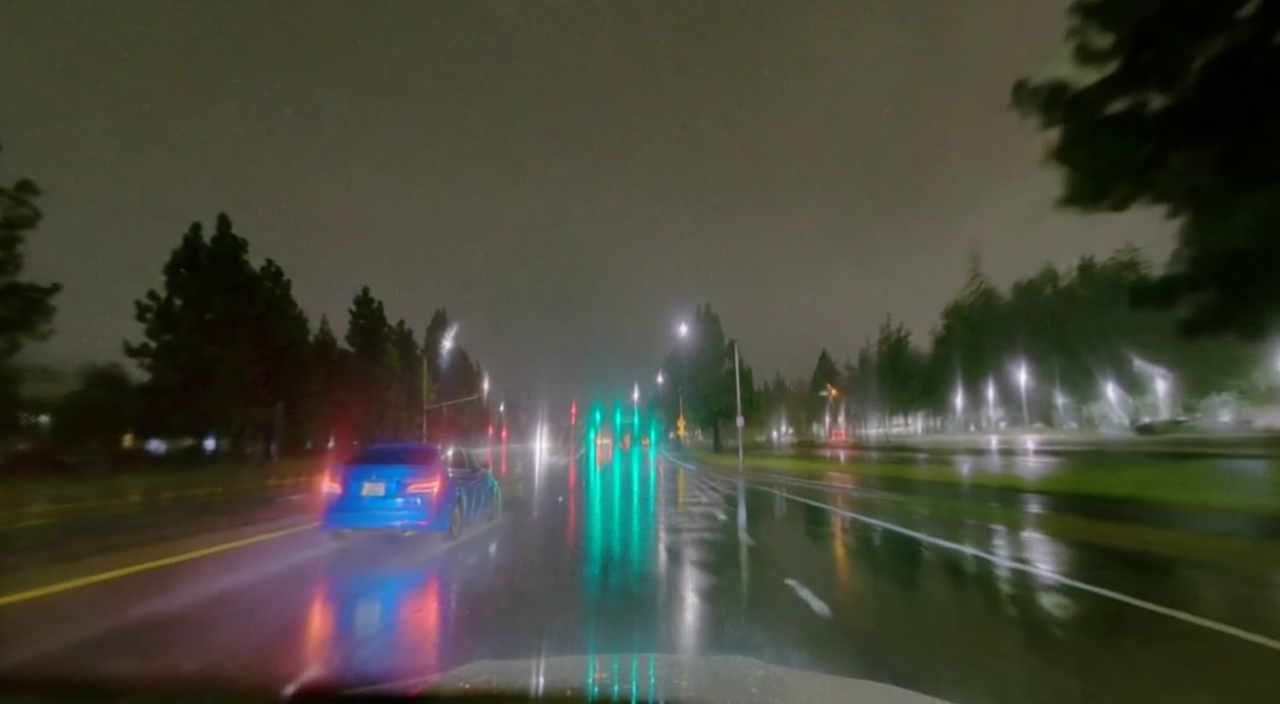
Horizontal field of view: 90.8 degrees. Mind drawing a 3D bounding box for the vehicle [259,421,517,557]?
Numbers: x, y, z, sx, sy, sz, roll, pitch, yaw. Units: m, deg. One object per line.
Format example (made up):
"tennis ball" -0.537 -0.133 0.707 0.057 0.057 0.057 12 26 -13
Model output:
"vehicle" -3.156 1.801 9.006 1.964 1.472 4.078 0 -8 0
